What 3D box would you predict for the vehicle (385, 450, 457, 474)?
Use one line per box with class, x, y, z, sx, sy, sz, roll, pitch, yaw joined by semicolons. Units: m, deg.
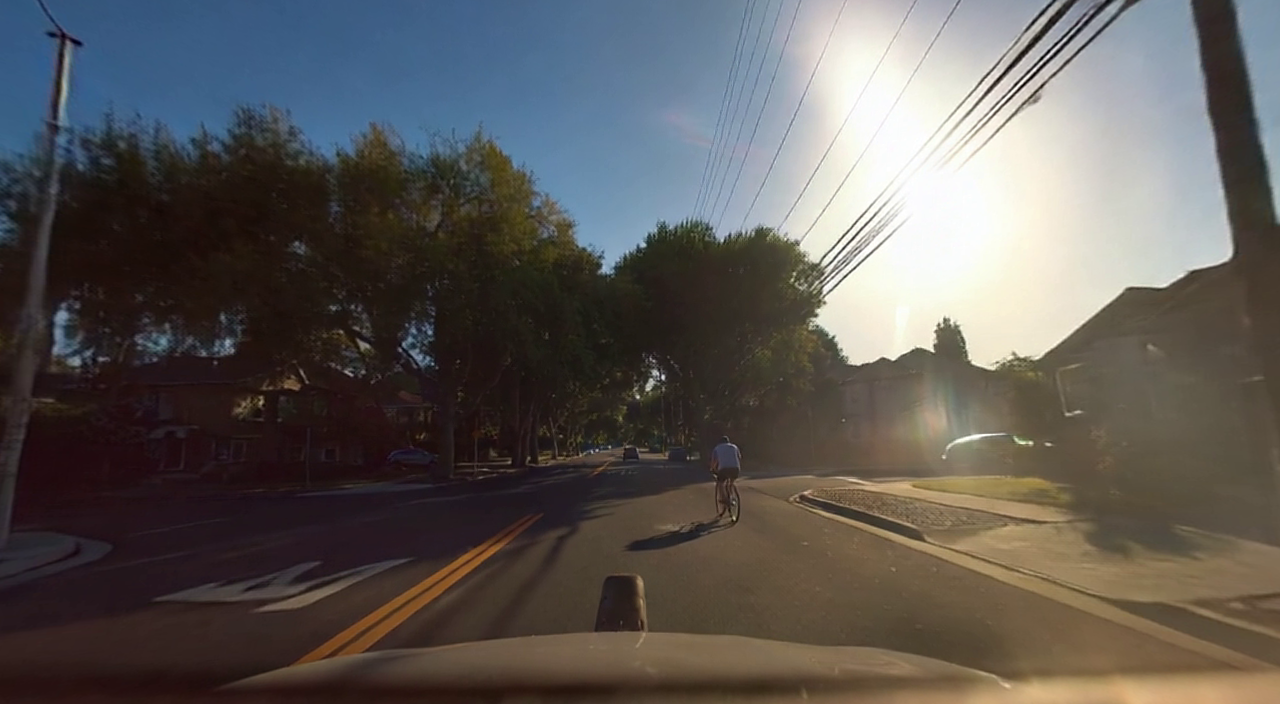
vehicle;-14.574;7.308;42.140;4.143;1.480;1.755;0;-9;-2
